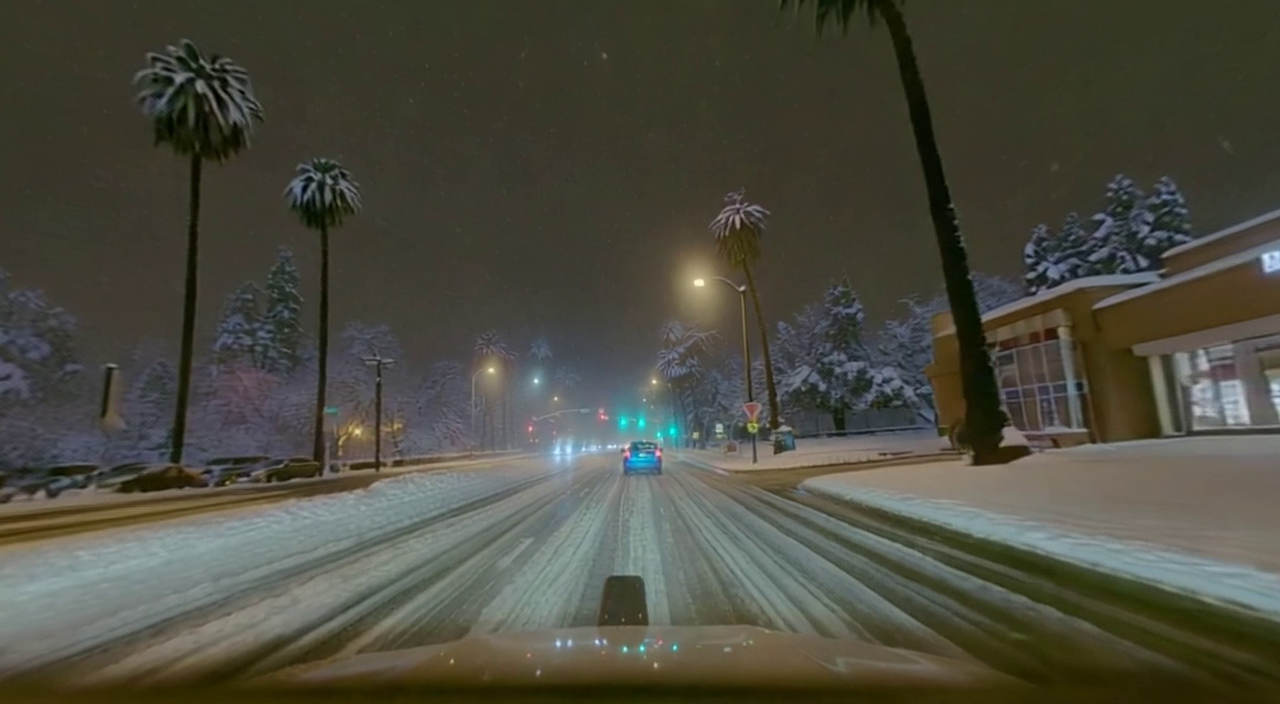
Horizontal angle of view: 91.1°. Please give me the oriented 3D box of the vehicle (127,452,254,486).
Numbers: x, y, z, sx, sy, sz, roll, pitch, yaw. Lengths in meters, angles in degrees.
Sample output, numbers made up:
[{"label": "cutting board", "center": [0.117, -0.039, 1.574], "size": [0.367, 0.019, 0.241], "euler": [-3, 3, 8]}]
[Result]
[{"label": "vehicle", "center": [-21.345, 5.565, 30.043], "size": [4.440, 1.498, 2.001], "euler": [3, -9, -20]}]

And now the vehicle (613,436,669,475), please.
[{"label": "vehicle", "center": [0.074, 4.319, 26.397], "size": [2.144, 1.514, 4.063], "euler": [0, -9, 1]}]

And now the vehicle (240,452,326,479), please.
[{"label": "vehicle", "center": [-21.534, 6.802, 37.975], "size": [4.320, 1.496, 2.046], "euler": [5, -10, -29]}]
